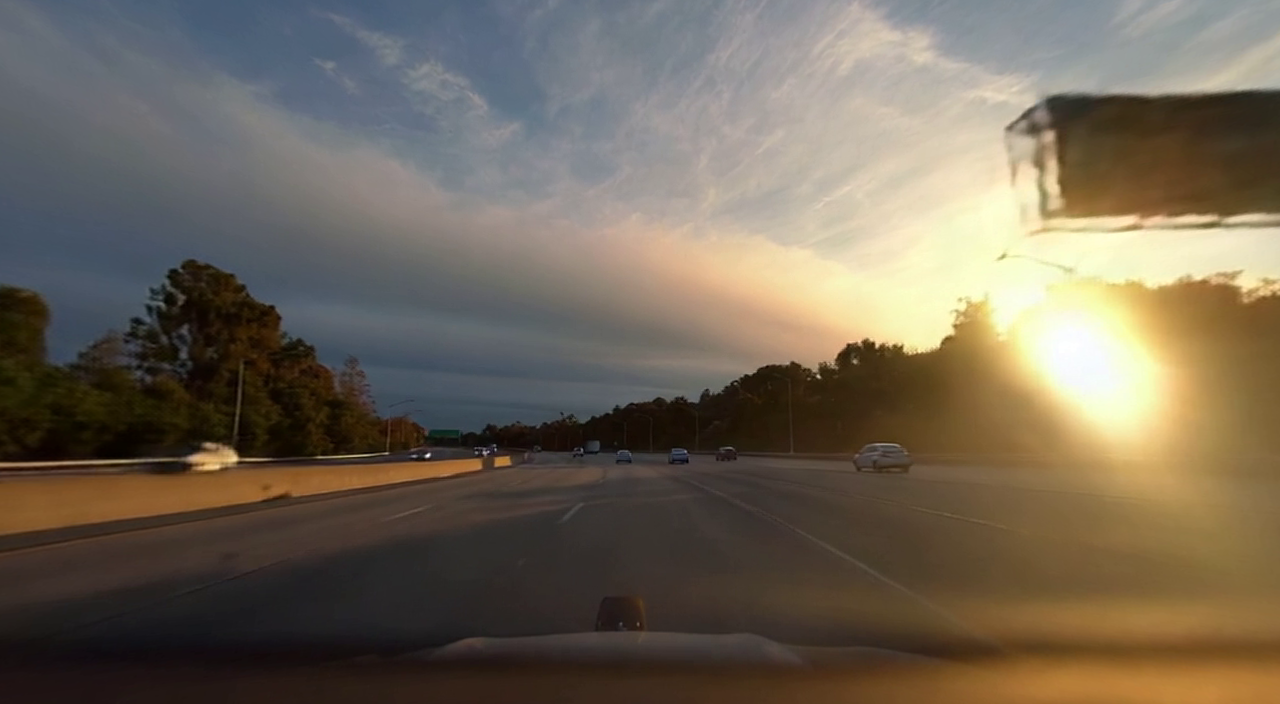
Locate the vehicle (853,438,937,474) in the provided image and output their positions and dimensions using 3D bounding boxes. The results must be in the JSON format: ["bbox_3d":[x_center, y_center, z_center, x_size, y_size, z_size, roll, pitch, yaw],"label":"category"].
[{"bbox_3d":[13.699,5.649,34.269,2.107,1.803,5.385,0,-9,-2],"label":"vehicle"}]

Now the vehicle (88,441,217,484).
[{"bbox_3d":[-25.943,5.887,33.917,2.275,2.108,6.034,0,-9,-2],"label":"vehicle"}]
